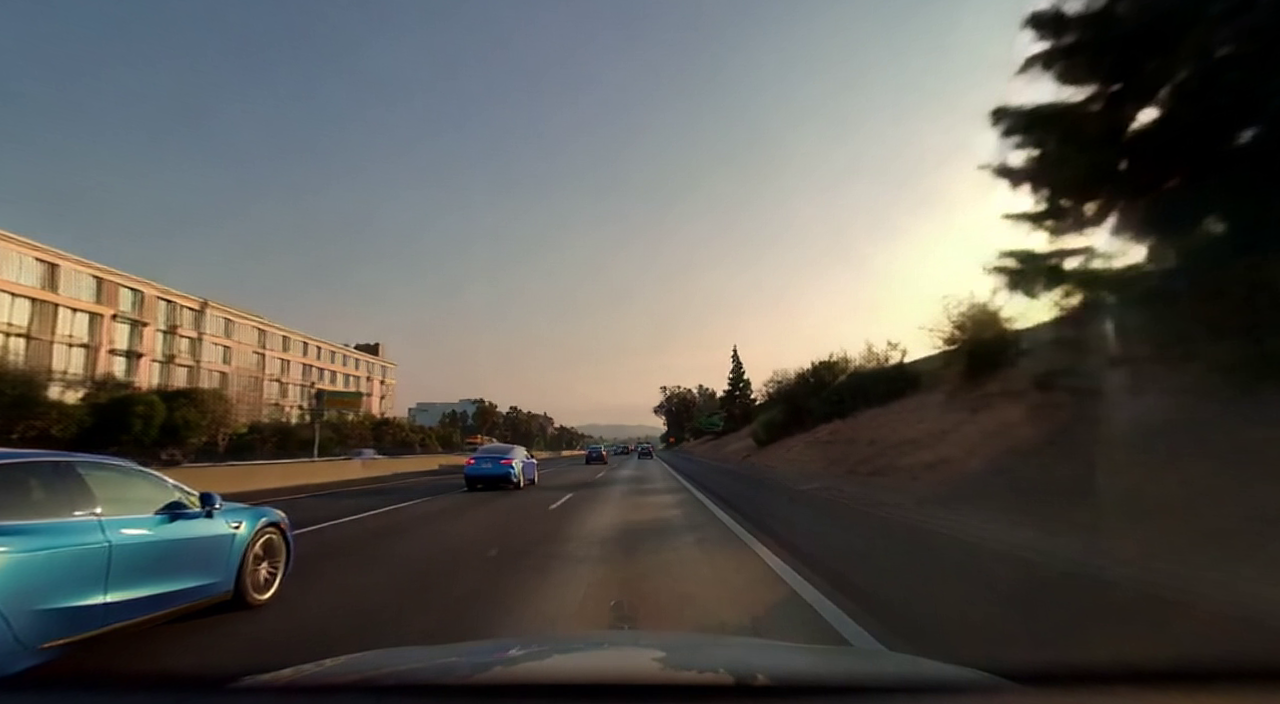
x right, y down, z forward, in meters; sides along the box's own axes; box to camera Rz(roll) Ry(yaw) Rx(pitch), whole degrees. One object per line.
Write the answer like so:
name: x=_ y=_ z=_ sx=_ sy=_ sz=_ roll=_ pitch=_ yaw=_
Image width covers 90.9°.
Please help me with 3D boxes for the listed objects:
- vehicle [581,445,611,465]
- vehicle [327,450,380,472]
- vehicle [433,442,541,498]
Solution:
vehicle: x=-3.325 y=7.925 z=48.576 sx=1.926 sy=1.464 sz=4.186 roll=0 pitch=-8 yaw=1
vehicle: x=-21.372 y=8.136 z=47.233 sx=1.803 sy=1.466 sz=4.393 roll=0 pitch=-8 yaw=1
vehicle: x=-4.454 y=3.481 z=19.123 sx=2.083 sy=1.471 sz=4.350 roll=0 pitch=-8 yaw=1
